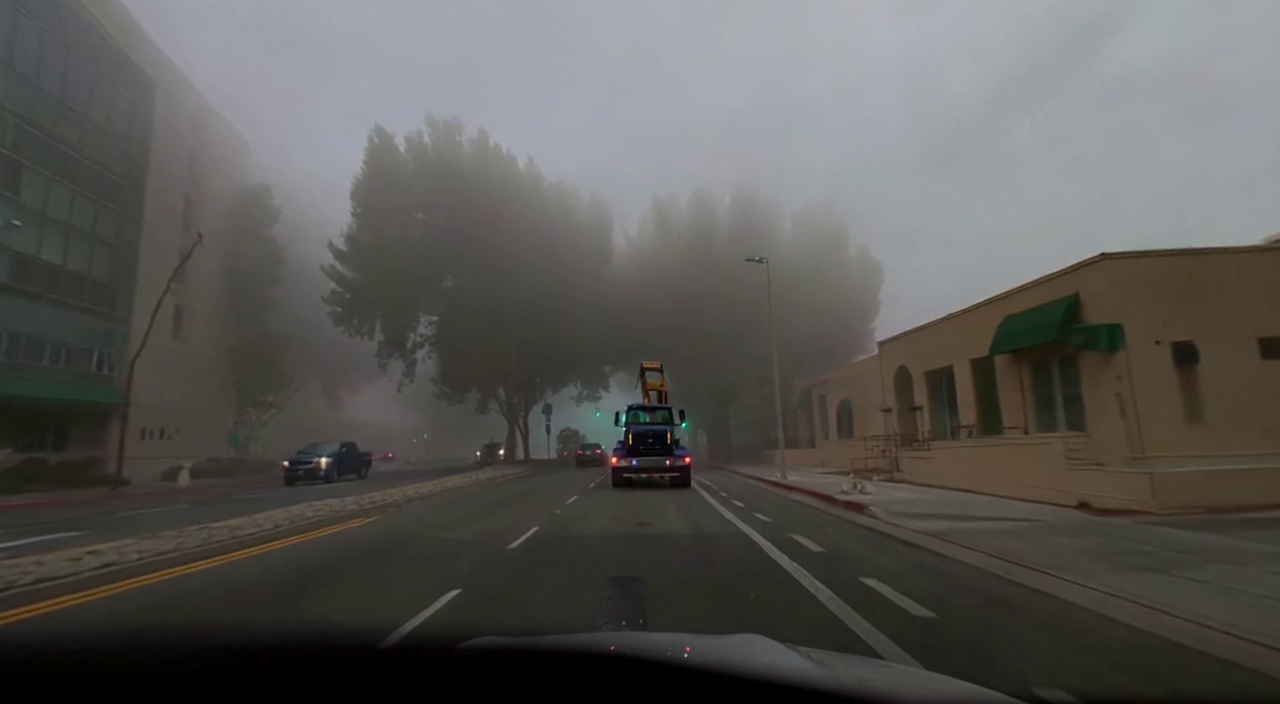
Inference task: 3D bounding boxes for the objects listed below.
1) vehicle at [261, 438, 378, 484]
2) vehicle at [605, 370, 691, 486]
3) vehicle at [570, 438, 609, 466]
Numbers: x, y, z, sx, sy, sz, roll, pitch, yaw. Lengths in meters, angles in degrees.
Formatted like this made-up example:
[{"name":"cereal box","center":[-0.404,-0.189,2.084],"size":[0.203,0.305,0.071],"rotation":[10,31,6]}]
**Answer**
[{"name":"vehicle","center":[-14.969,5.127,30.037],"size":[2.225,1.946,6.187],"rotation":[0,-9,1]},{"name":"vehicle","center":[0.210,3.086,24.462],"size":[2.552,3.461,11.044],"rotation":[-1,-8,0]},{"name":"vehicle","center":[-3.157,6.347,40.088],"size":[2.081,1.688,4.235],"rotation":[0,-9,0]}]
